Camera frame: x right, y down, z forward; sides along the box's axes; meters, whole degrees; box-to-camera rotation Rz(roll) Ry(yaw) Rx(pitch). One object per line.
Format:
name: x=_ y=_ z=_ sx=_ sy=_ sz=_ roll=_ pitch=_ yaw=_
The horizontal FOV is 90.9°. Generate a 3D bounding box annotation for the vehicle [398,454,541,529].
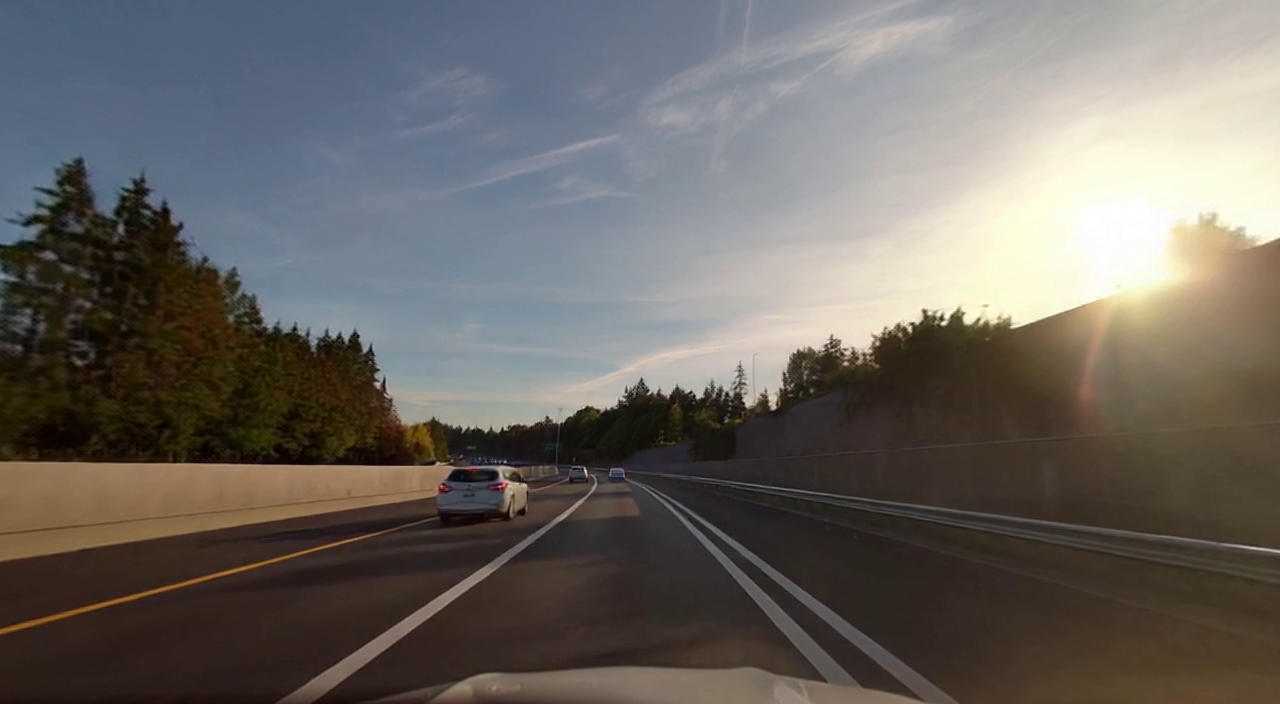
vehicle: x=-4.096 y=3.502 z=16.223 sx=2.328 sy=1.559 sz=5.041 roll=1 pitch=-11 yaw=-1
